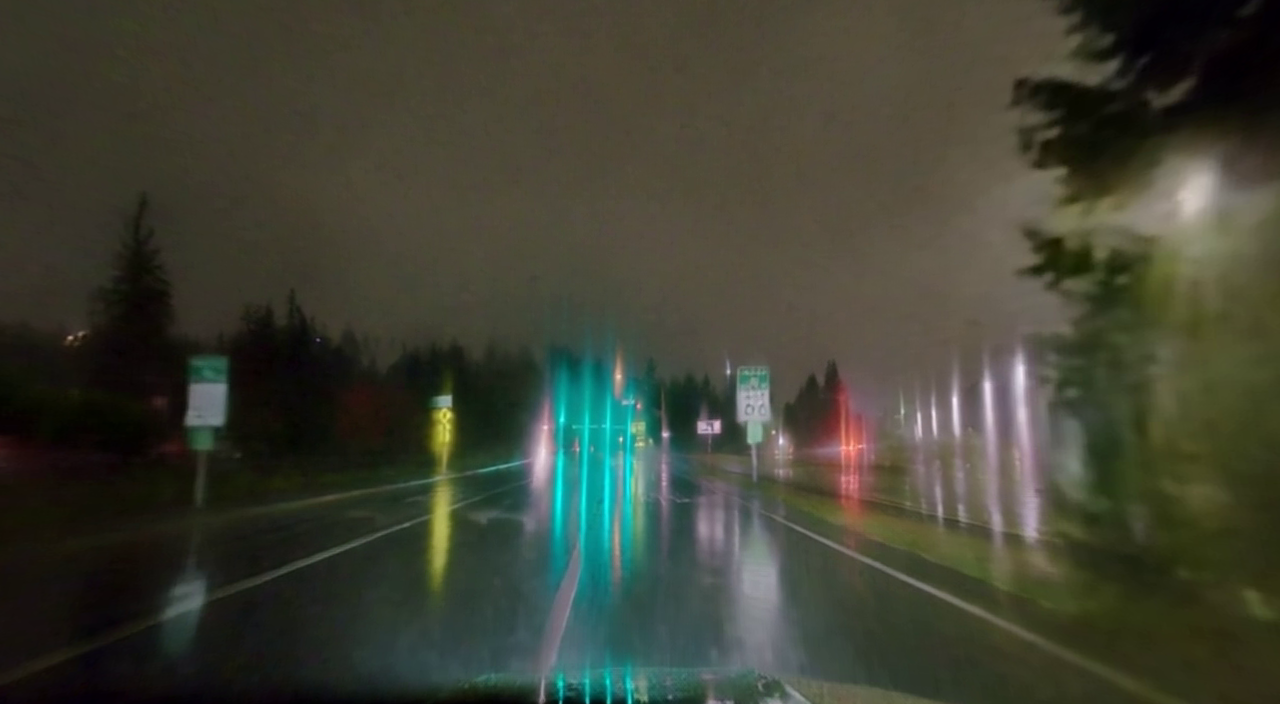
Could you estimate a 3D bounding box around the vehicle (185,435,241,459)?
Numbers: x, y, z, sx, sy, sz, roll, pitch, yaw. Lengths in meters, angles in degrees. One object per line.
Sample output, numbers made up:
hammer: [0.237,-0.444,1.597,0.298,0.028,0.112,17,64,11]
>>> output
vehicle: [-28.565,6.375,41.873,3.733,1.499,1.704,-6,-10,34]
